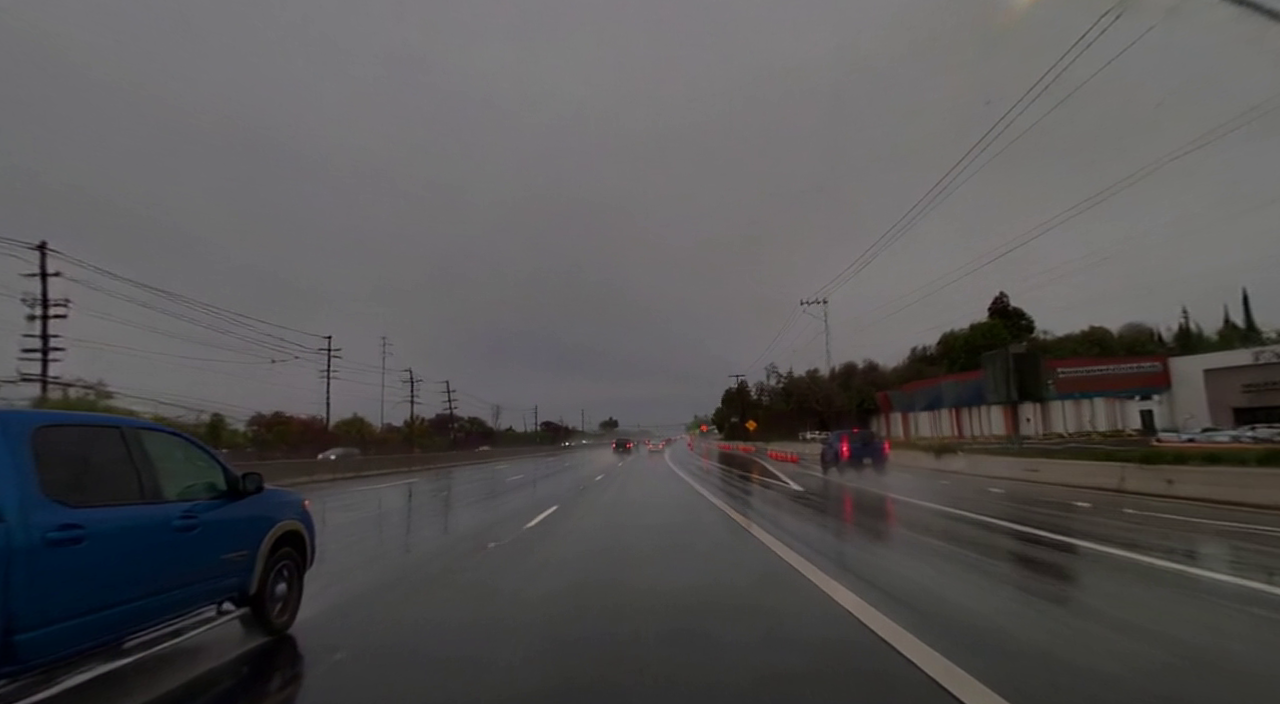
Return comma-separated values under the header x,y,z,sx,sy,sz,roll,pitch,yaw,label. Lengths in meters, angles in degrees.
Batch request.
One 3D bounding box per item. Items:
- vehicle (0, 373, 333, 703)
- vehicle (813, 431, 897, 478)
x,y,z,sx,sy,sz,roll,pitch,yaw,label
-3.571,0.965,2.927,2.001,1.619,4.445,0,-8,0,vehicle
9.335,4.494,27.930,2.186,1.840,5.289,-1,-8,4,vehicle
